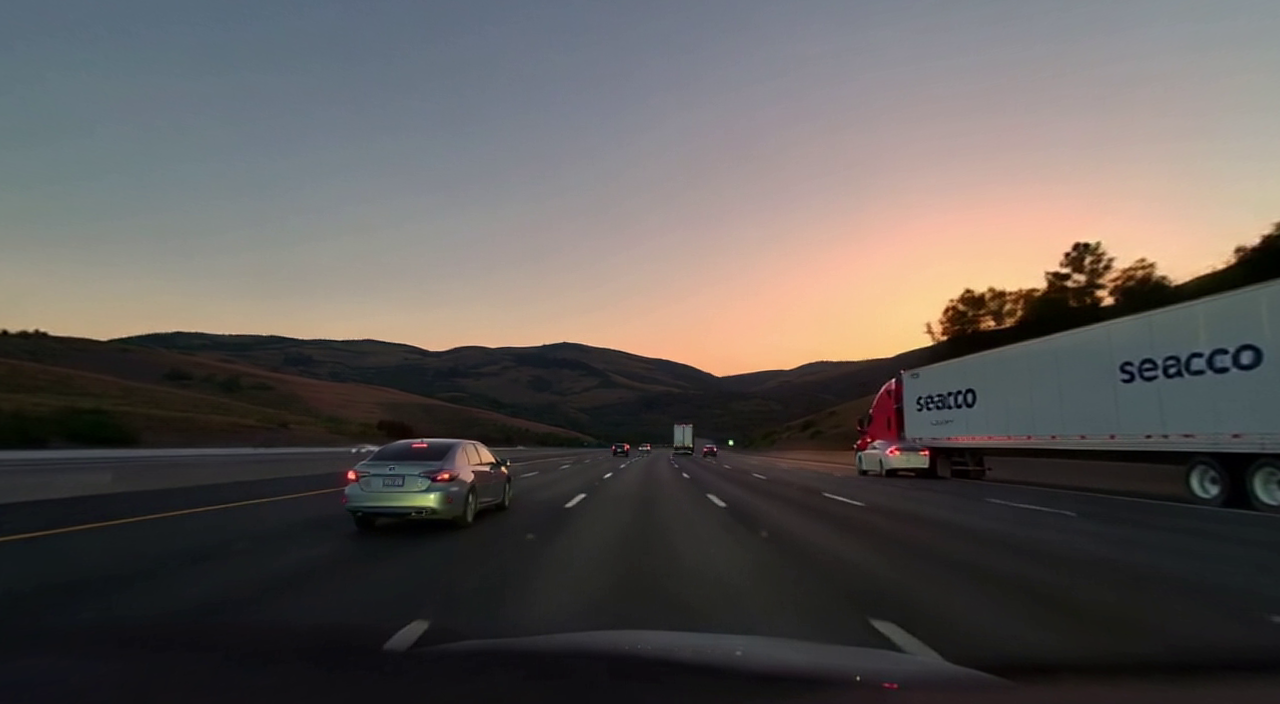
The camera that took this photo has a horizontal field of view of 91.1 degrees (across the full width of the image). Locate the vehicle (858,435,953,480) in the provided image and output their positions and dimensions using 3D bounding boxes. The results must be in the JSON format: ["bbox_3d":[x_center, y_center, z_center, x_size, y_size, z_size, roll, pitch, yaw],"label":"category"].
[{"bbox_3d":[11.213,4.490,26.917,2.062,1.736,4.589,0,-9,0],"label":"vehicle"}]

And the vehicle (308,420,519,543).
[{"bbox_3d":[-3.383,2.009,10.313,1.967,1.615,3.886,0,-9,1],"label":"vehicle"}]
